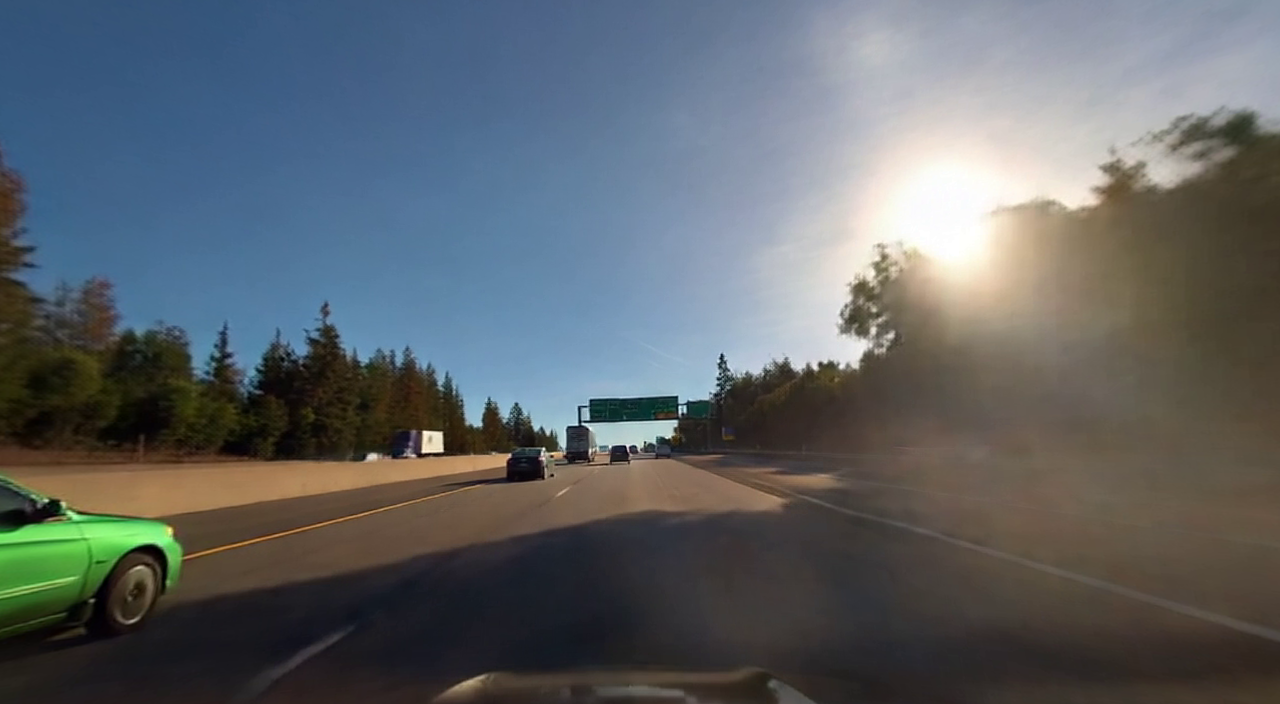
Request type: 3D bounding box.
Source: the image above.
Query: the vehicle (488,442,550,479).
[{"bbox_3d":[-5.205,4.732,27.568,1.892,1.481,4.180,0,-9,0],"label":"vehicle"}]

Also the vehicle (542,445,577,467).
[{"bbox_3d":[-5.467,7.114,42.966,1.814,1.417,3.860,0,-9,1],"label":"vehicle"}]

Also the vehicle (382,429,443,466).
[{"bbox_3d":[-17.376,7.378,48.386,2.546,2.647,5.845,0,-9,0],"label":"vehicle"}]

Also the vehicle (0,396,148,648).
[{"bbox_3d":[-5.179,0.968,3.165,2.058,1.626,4.118,0,-9,-1],"label":"vehicle"}]

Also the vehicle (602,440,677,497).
[{"bbox_3d":[-0.034,3.267,17.959,1.940,1.451,3.512,0,-9,0],"label":"vehicle"}]
